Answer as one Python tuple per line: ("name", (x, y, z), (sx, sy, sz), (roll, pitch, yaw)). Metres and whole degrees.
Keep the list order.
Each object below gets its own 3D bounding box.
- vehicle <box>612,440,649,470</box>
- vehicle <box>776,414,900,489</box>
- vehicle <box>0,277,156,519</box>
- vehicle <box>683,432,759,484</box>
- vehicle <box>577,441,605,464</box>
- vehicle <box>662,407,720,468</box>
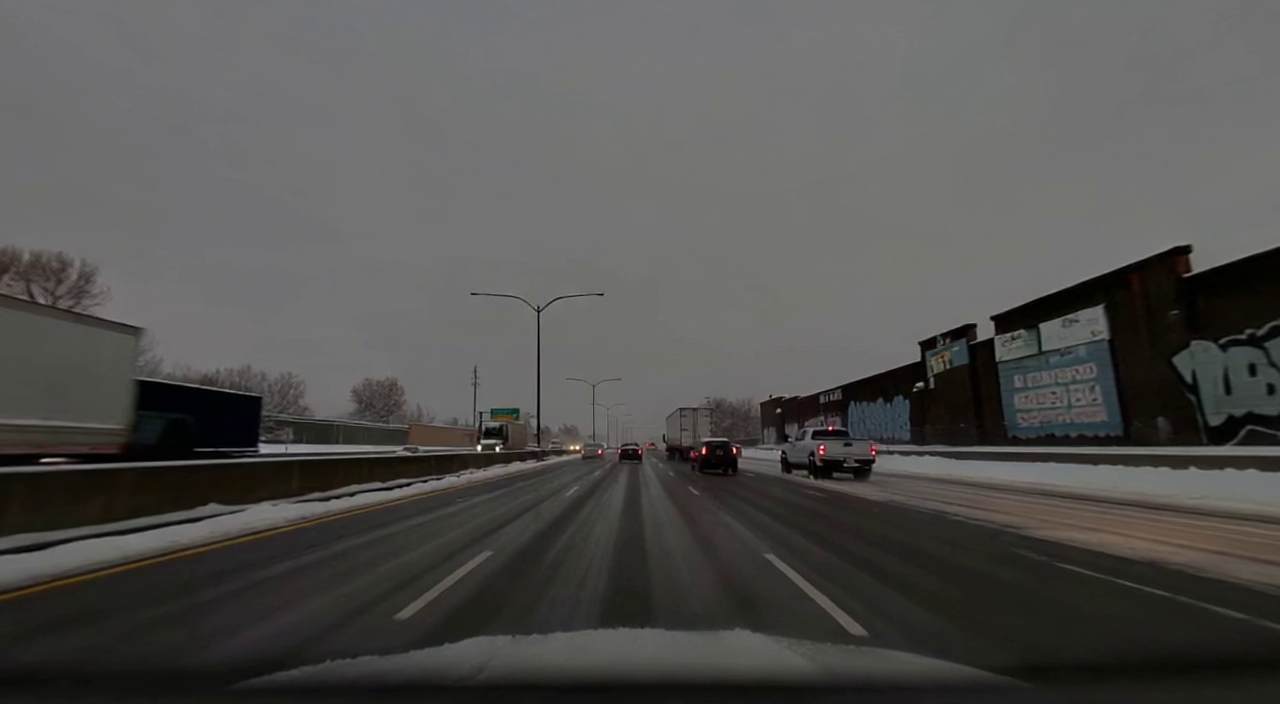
("vehicle", (-0.565, 6.077, 37.477), (2.073, 1.640, 3.990), (0, -9, -1))
("vehicle", (7.010, 3.657, 23.393), (2.322, 2.360, 6.433), (0, -9, -2))
("vehicle", (-11.174, 0.319, 7.090), (2.937, 3.634, 10.764), (0, -9, 0))
("vehicle", (3.092, 4.196, 25.317), (2.249, 1.843, 5.176), (0, -9, -1))
("vehicle", (-3.759, 7.788, 48.871), (1.817, 1.670, 3.864), (0, -9, 0))
("vehicle", (3.379, 6.161, 45.012), (2.976, 3.806, 10.591), (0, -9, -1))
